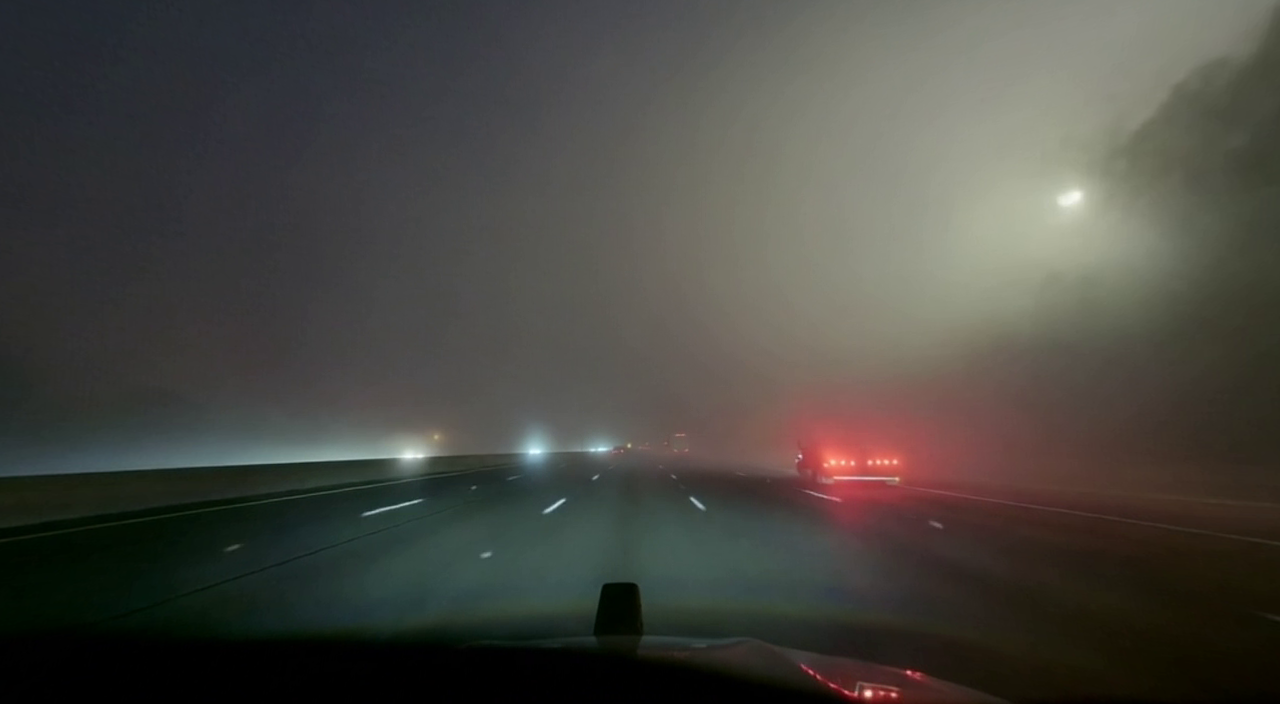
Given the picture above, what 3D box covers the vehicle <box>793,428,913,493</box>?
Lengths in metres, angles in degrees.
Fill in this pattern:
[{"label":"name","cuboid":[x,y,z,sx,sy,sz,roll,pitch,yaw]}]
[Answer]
[{"label":"vehicle","cuboid":[6.397,3.332,19.614,2.096,1.767,4.601,0,-9,0]}]
